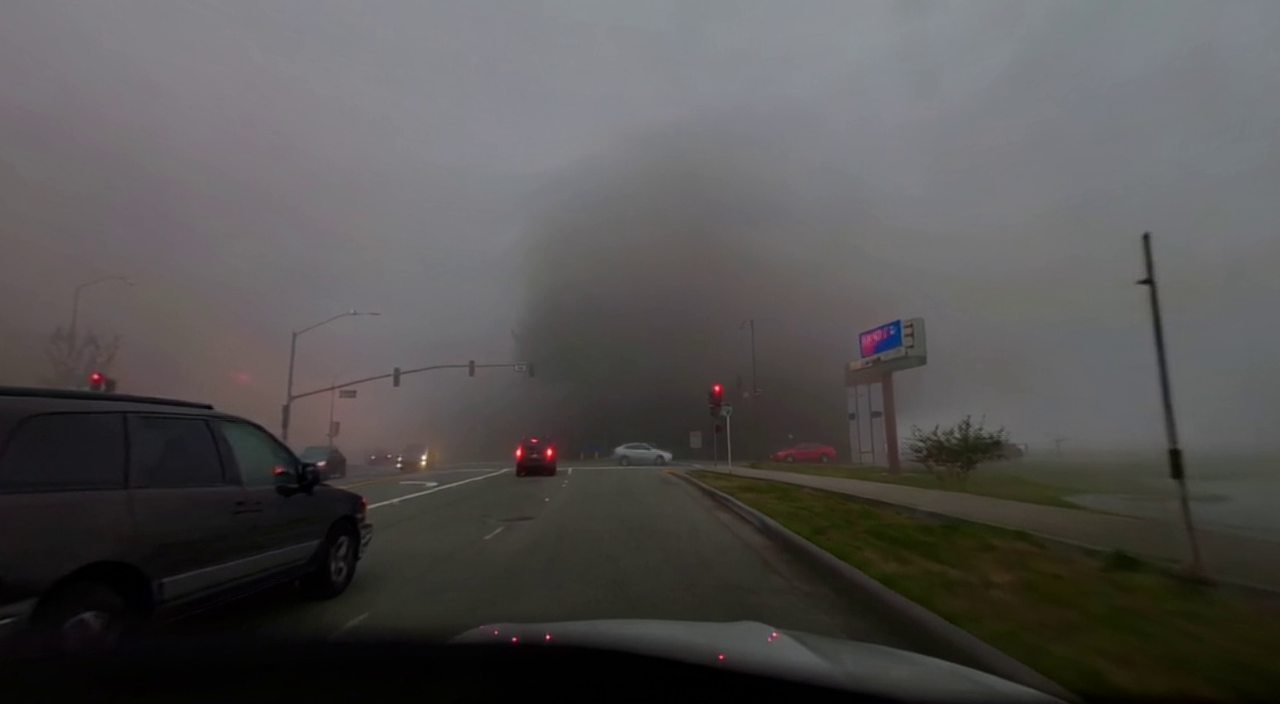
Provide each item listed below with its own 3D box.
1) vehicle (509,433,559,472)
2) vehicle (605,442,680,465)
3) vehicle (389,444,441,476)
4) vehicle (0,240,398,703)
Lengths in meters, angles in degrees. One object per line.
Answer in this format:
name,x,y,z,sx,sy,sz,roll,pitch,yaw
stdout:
vehicle,-5.290,5.107,32.092,2.134,1.799,5.082,1,-9,-6
vehicle,0.146,7.578,47.457,5.257,1.627,2.161,-5,-10,30
vehicle,-12.186,5.853,34.506,1.925,1.631,4.250,1,-9,-10
vehicle,-3.395,0.665,2.642,2.509,1.885,5.831,0,-9,-1
